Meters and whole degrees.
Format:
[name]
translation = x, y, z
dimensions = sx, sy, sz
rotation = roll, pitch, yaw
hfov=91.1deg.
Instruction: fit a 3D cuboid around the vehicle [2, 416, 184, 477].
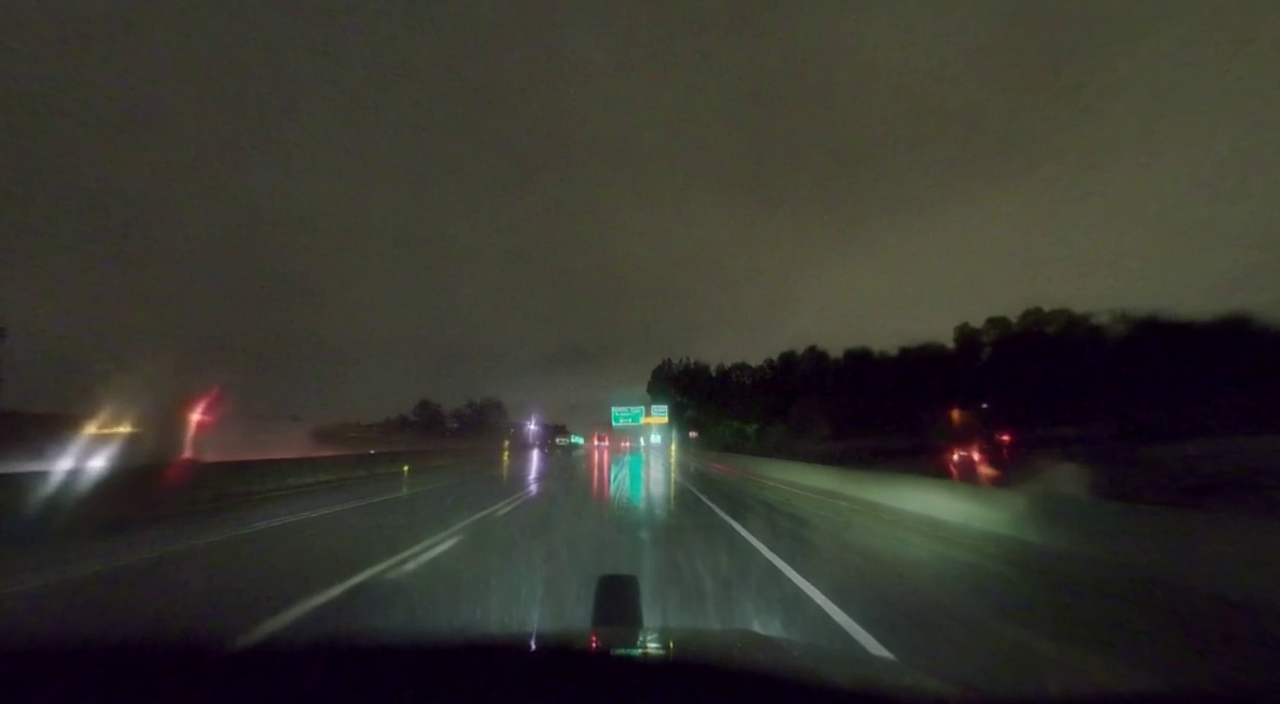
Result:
[vehicle]
translation = -25.742, 4.482, 30.178
dimensions = 2.329, 2.580, 7.176
rotation = 0, -8, -1
